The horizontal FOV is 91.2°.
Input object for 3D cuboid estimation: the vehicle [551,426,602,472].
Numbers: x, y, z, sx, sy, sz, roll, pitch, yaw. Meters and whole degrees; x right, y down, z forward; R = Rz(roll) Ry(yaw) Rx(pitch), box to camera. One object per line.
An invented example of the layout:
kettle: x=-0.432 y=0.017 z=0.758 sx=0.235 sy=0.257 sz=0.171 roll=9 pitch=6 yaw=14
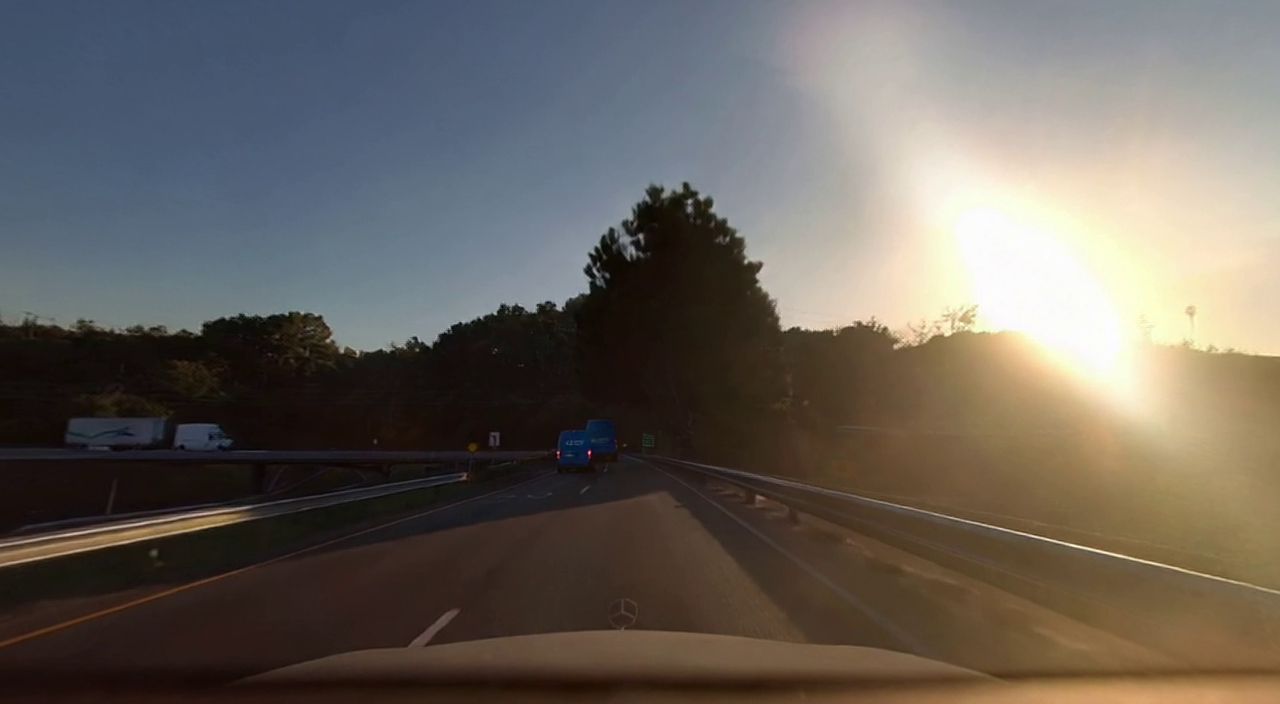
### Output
vehicle: x=-3.849 y=6.090 z=39.357 sx=2.463 sy=2.640 sz=7.034 roll=0 pitch=-9 yaw=0
